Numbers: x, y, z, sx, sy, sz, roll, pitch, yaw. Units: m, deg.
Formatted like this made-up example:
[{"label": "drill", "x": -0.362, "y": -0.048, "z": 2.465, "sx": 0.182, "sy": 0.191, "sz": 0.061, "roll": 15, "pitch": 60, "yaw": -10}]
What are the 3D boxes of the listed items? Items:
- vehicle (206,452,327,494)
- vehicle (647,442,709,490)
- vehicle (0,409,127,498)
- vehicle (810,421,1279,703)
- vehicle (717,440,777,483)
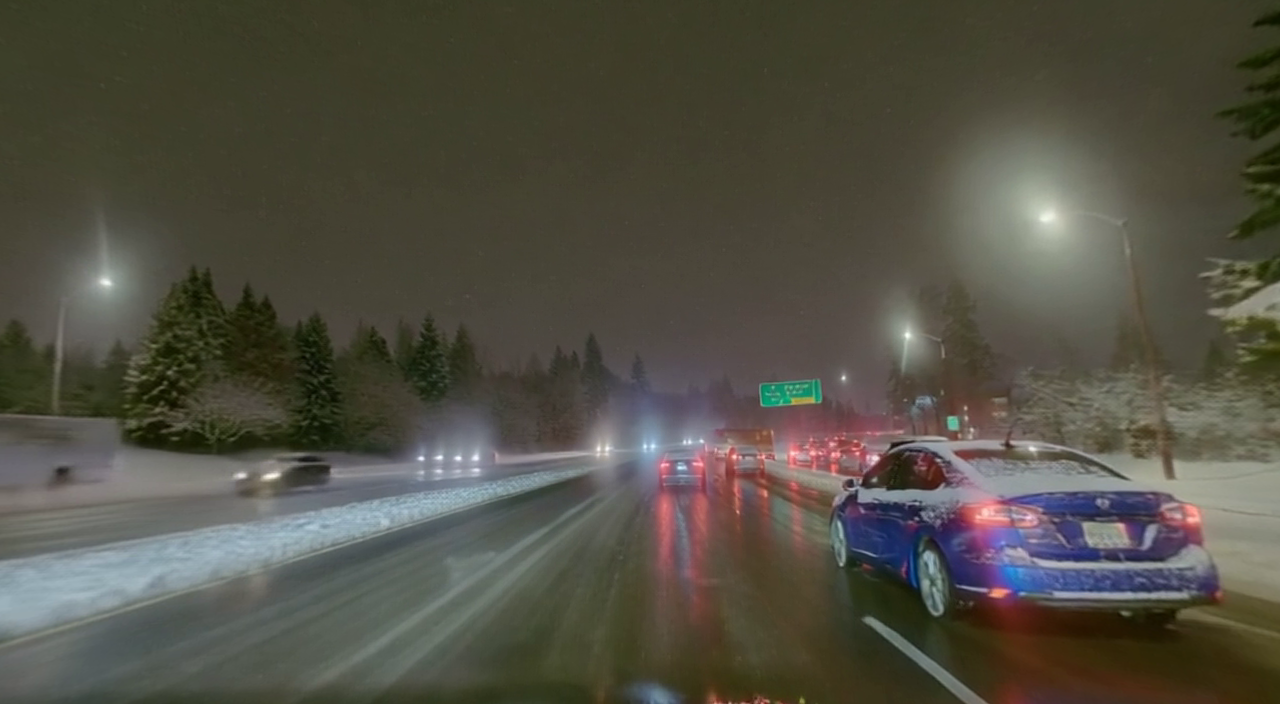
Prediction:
[{"label": "vehicle", "x": -15.057, "y": 4.866, "z": 25.720, "sx": 1.973, "sy": 1.532, "sz": 4.450, "roll": -1, "pitch": -9, "yaw": 4}, {"label": "vehicle", "x": 1.376, "y": 4.128, "z": 23.092, "sx": 2.074, "sy": 1.614, "sz": 3.803, "roll": -1, "pitch": -9, "yaw": 3}, {"label": "vehicle", "x": -22.913, "y": 3.597, "z": 22.412, "sx": 3.098, "sy": 2.950, "sz": 6.966, "roll": 0, "pitch": -9, "yaw": 2}, {"label": "vehicle", "x": 3.103, "y": 1.462, "z": 5.602, "sx": 2.009, "sy": 1.489, "sz": 4.559, "roll": 0, "pitch": -9, "yaw": 1}, {"label": "vehicle", "x": 4.581, "y": 4.770, "z": 27.683, "sx": 2.076, "sy": 1.684, "sz": 4.241, "roll": 0, "pitch": -9, "yaw": 3}]
